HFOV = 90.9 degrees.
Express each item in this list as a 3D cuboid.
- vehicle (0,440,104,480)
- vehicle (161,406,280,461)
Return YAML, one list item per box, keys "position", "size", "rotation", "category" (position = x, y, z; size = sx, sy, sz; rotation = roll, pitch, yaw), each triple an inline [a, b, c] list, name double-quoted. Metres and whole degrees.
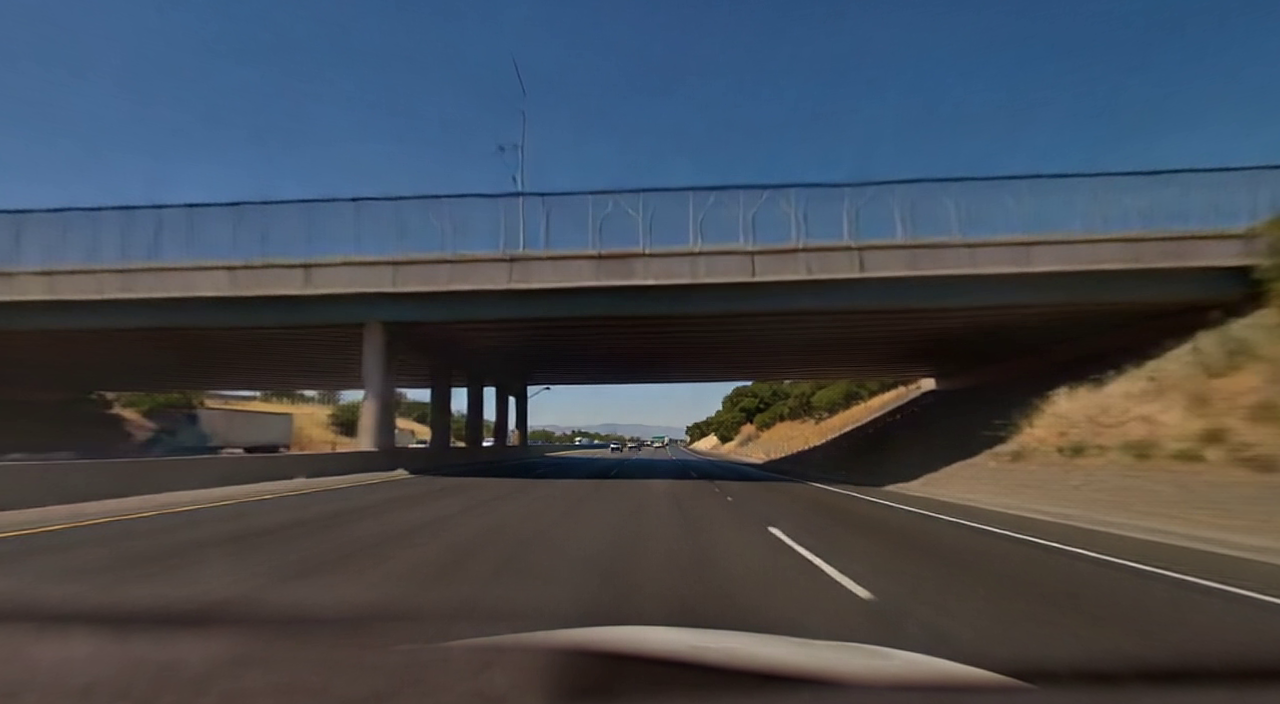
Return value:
- position: [-24.627, 4.318, 25.467]
  size: [1.805, 1.456, 4.597]
  rotation: [0, -9, 1]
  category: "vehicle"
- position: [-31.633, 6.311, 48.153]
  size: [2.915, 3.769, 8.545]
  rotation: [0, -9, 1]
  category: "vehicle"
